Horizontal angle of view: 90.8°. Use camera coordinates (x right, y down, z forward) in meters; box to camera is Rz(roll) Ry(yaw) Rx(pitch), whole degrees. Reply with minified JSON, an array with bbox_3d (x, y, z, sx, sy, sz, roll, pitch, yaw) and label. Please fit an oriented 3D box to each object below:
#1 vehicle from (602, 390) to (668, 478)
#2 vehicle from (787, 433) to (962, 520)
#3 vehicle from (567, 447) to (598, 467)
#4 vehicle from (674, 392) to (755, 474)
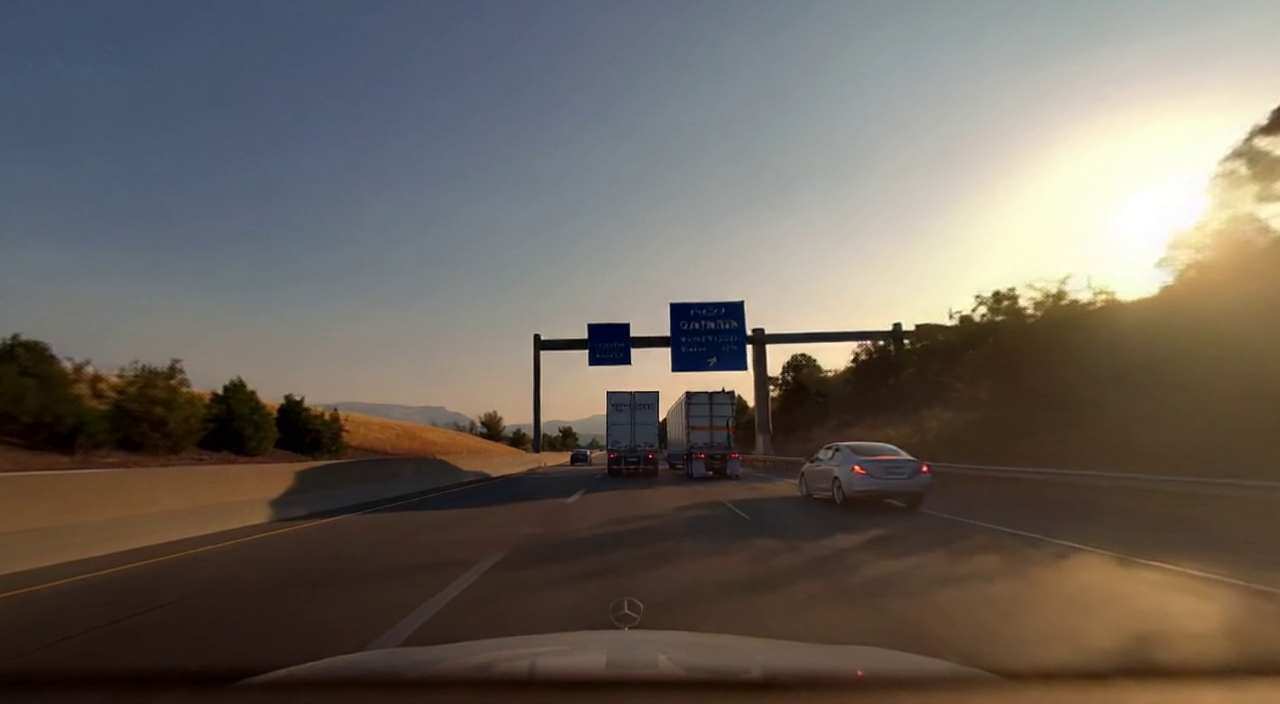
[{"bbox_3d":[-0.244,4.292,32.342,2.864,3.805,9.709,0,-9,0],"label":"vehicle"},{"bbox_3d":[4.735,2.594,13.681,2.086,1.530,4.808,-1,-9,2],"label":"vehicle"},{"bbox_3d":[-4.432,8.129,48.992,2.067,1.452,4.085,0,-9,0],"label":"vehicle"},{"bbox_3d":[4.198,5.236,39.546,3.044,4.128,14.482,0,-9,-1],"label":"vehicle"}]
